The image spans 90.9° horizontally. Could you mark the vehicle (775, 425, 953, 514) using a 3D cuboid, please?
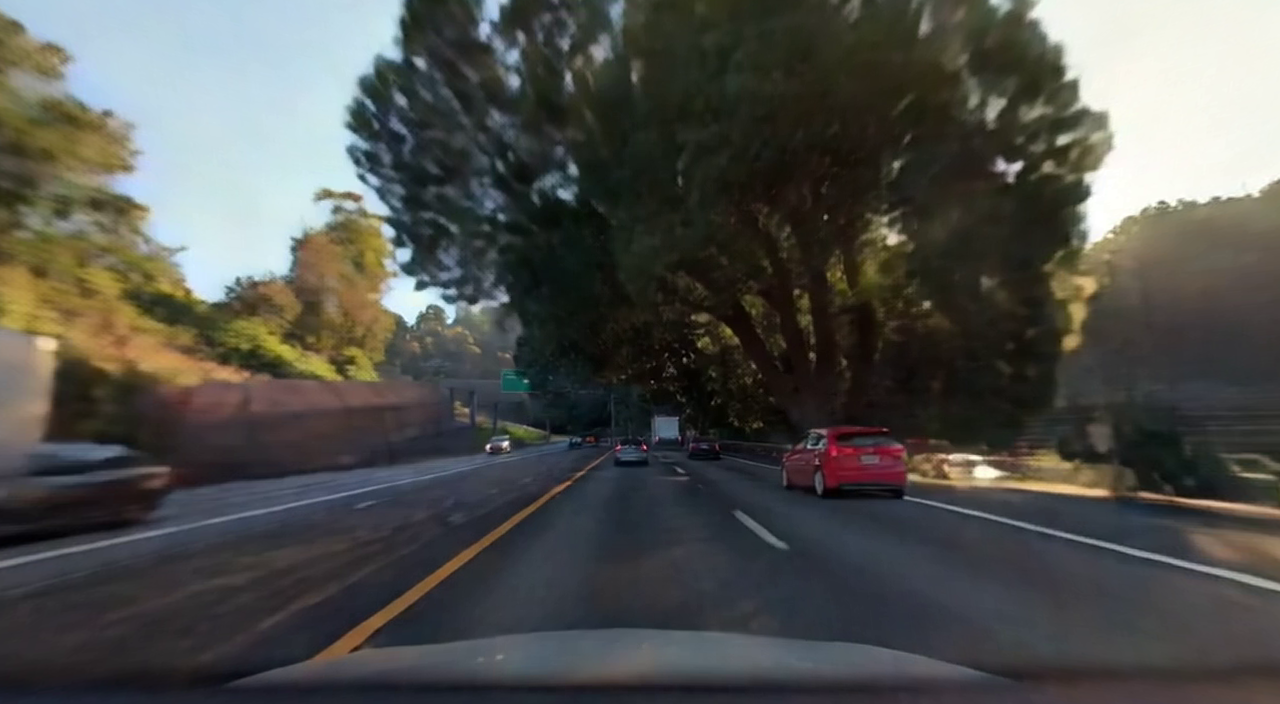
[{"bbox_3d":[4.341,2.319,13.064,2.066,1.526,4.216,0,-8,-1],"label":"vehicle"}]

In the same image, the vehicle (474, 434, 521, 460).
[{"bbox_3d":[-9.364,6.278,41.791,2.076,1.592,4.477,0,-8,0],"label":"vehicle"}]

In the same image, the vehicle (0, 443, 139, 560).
[{"bbox_3d":[-9.128,1.928,8.104,1.982,1.455,4.161,0,-8,-1],"label":"vehicle"}]

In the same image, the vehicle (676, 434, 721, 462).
[{"bbox_3d":[3.246,5.394,35.762,2.004,1.469,4.472,0,-8,-2],"label":"vehicle"}]

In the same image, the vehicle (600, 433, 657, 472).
[{"bbox_3d":[-0.476,4.048,25.709,2.143,1.466,3.693,0,-8,-2],"label":"vehicle"}]
